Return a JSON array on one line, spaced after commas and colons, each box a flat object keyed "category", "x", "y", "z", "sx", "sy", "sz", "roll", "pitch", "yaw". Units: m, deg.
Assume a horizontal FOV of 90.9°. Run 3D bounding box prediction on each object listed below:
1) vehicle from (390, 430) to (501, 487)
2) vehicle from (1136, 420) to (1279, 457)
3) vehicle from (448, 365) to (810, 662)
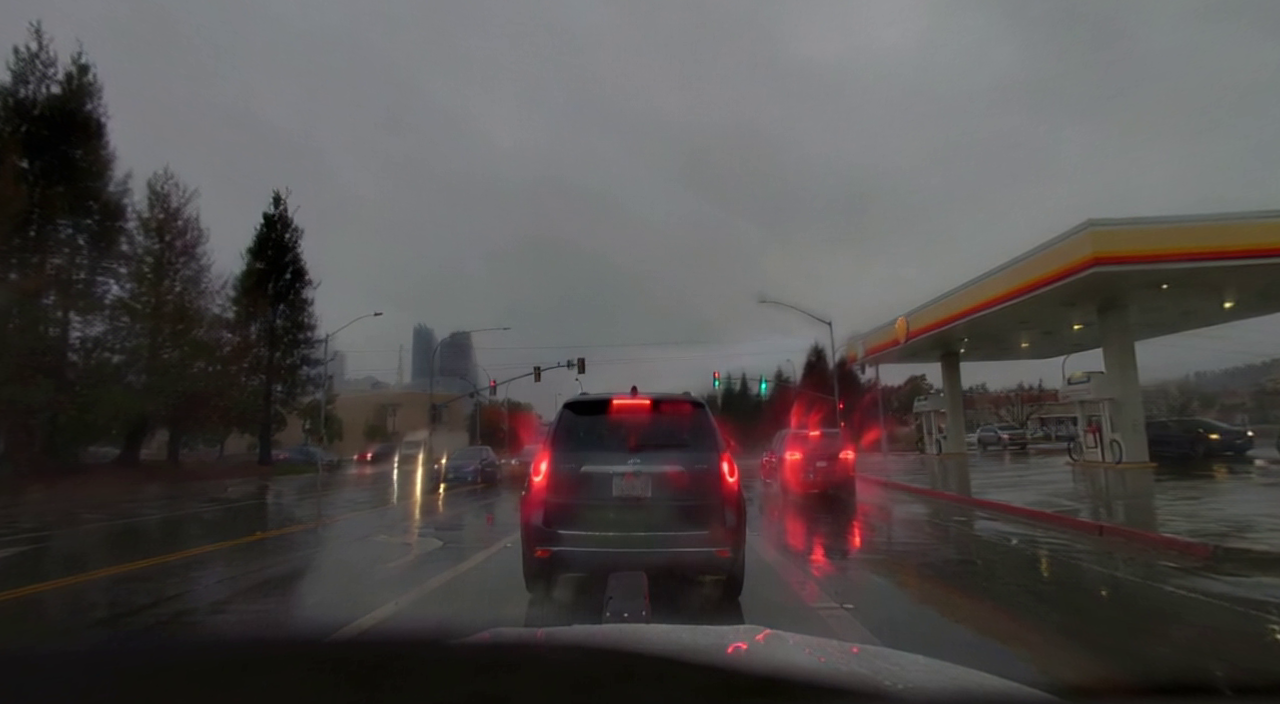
[{"category": "vehicle", "x": -6.662, "y": 3.707, "z": 22.181, "sx": 2.065, "sy": 1.753, "sz": 4.525, "roll": -1, "pitch": -9, "yaw": 6}, {"category": "vehicle", "x": 25.933, "y": 3.972, "z": 28.801, "sx": 4.551, "sy": 1.616, "sz": 1.973, "roll": -2, "pitch": -9, "yaw": 11}, {"category": "vehicle", "x": 0.010, "y": 1.318, "z": 6.132, "sx": 2.236, "sy": 1.819, "sz": 4.291, "roll": 0, "pitch": -9, "yaw": 2}]
